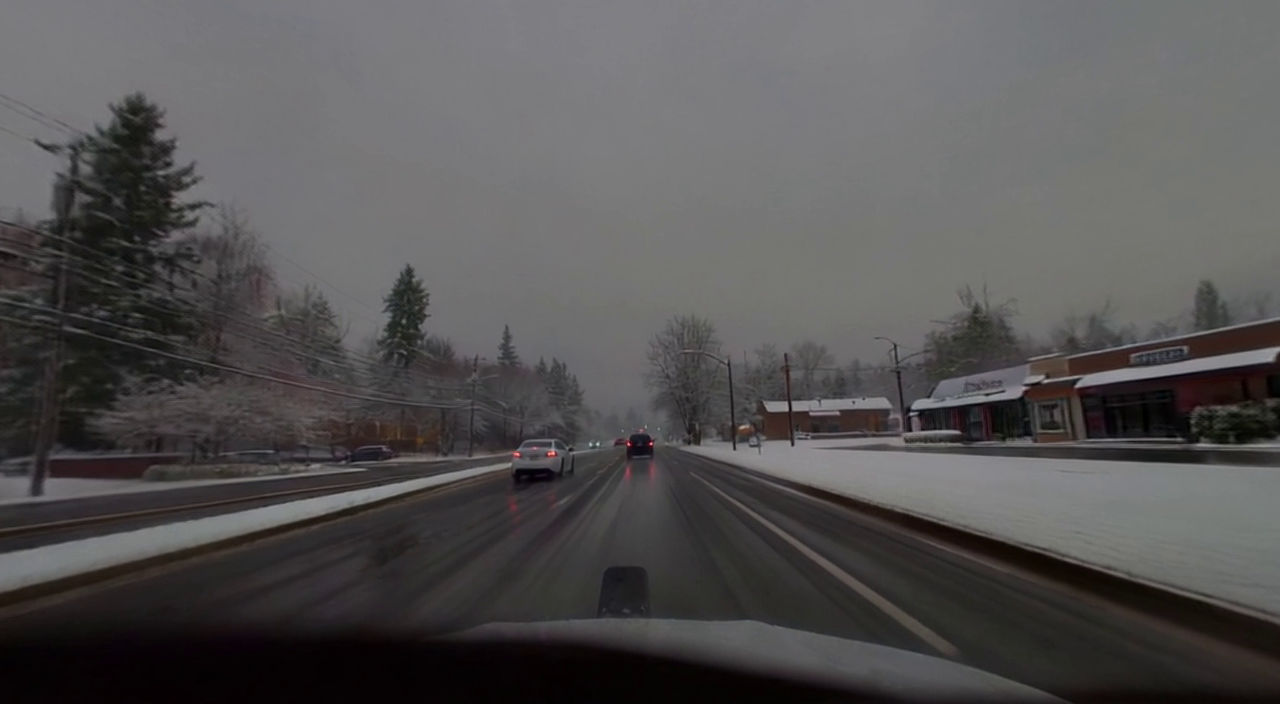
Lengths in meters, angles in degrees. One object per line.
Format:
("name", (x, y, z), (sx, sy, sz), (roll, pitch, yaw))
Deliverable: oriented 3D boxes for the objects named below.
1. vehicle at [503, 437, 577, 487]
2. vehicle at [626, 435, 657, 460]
("vehicle", (-3.562, 4.012, 23.305), (1.914, 1.630, 4.351), (0, -8, 1))
("vehicle", (0.110, 7.032, 46.479), (2.213, 1.778, 4.107), (0, -8, 0))
